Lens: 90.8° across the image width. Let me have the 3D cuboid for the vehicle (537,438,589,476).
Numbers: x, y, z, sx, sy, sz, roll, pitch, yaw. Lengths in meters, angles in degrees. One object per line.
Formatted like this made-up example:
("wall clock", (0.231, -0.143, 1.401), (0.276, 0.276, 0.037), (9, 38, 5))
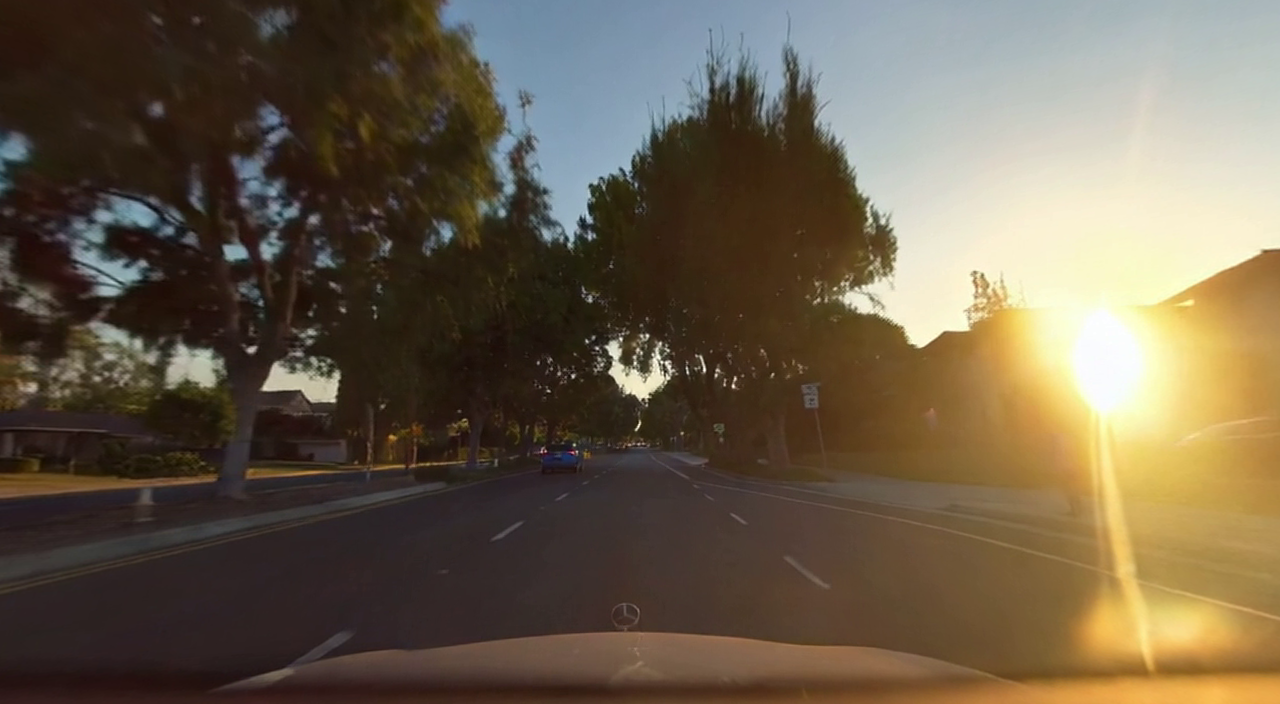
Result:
("vehicle", (-3.723, 5.148, 31.340), (1.993, 1.733, 4.262), (0, -8, 1))
